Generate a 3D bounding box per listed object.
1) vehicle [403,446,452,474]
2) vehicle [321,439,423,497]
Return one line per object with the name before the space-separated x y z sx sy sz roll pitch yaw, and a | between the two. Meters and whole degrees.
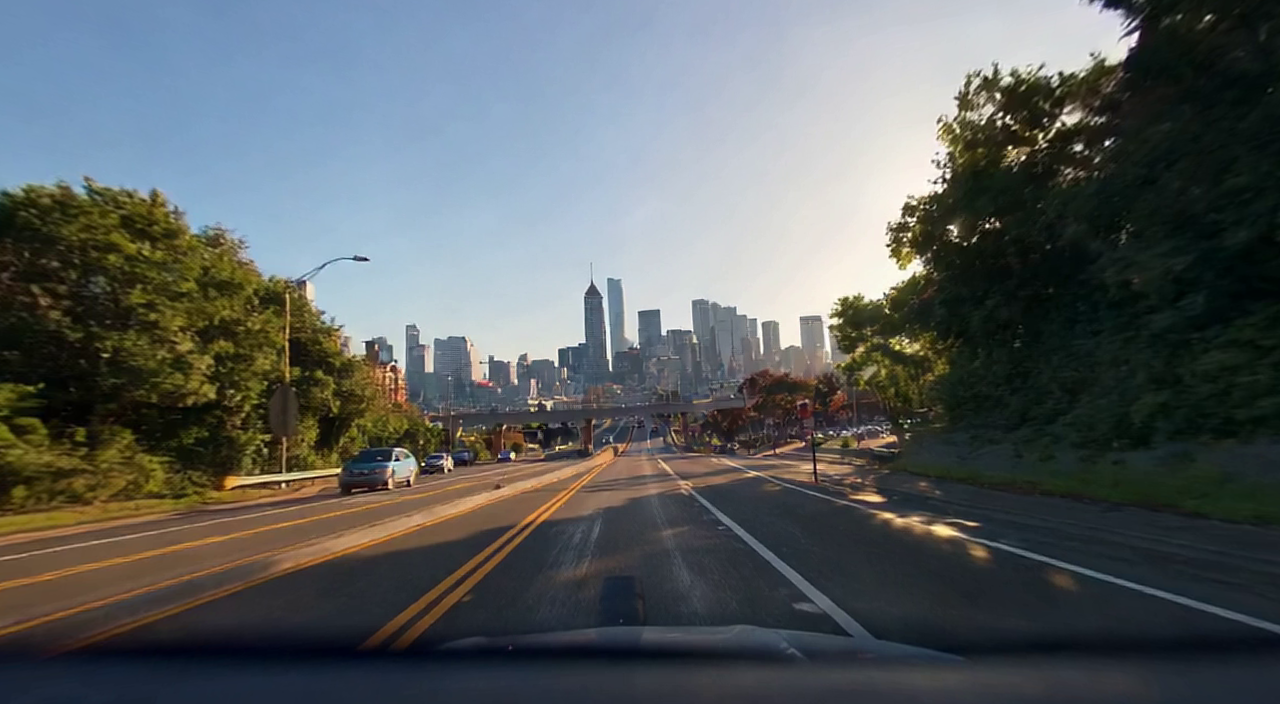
vehicle | -12.770 6.493 38.225 2.145 1.559 4.967 2 -9 -11
vehicle | -9.625 4.145 23.145 2.112 1.873 4.717 1 -8 -7
